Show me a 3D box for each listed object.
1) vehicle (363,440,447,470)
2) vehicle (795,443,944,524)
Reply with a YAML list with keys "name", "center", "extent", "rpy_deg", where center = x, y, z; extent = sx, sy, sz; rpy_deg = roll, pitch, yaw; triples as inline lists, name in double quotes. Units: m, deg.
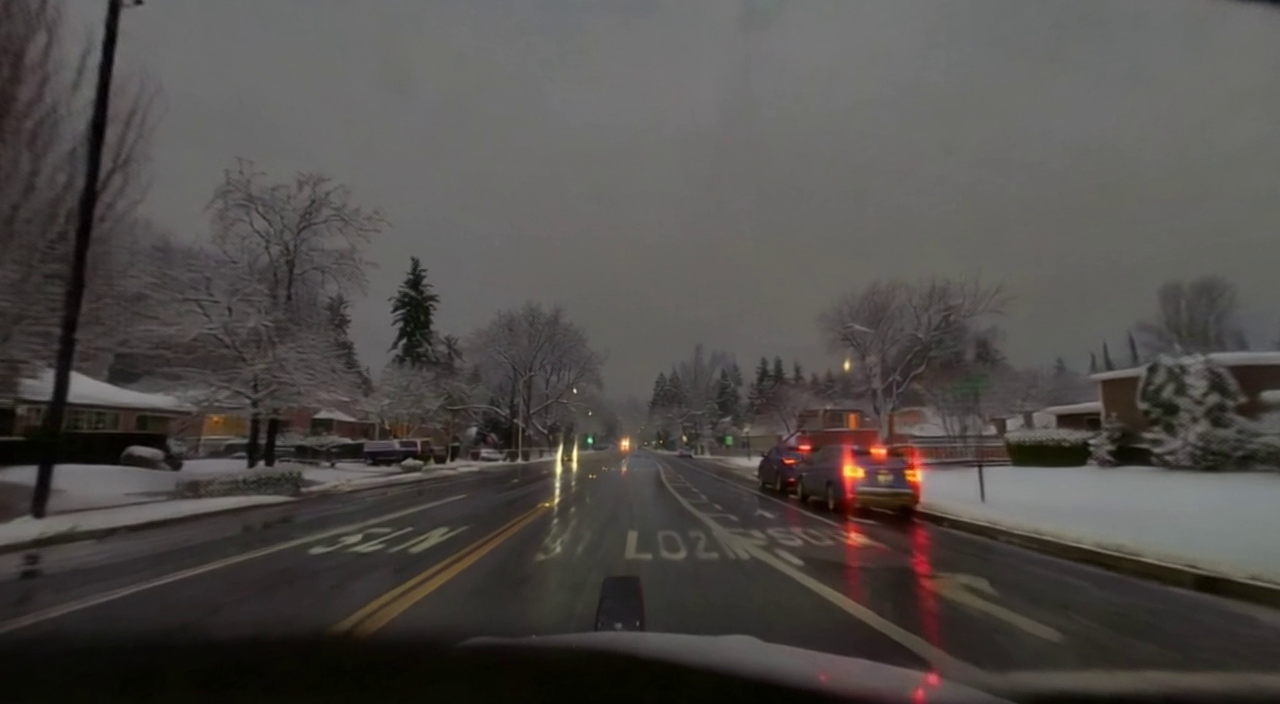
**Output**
- name: "vehicle"
  center: [-16.216, 7.093, 43.593]
  extent: [5.125, 1.941, 2.086]
  rpy_deg: [4, -9, -26]
- name: "vehicle"
  center: [5.168, 2.974, 14.961]
  extent: [1.891, 1.611, 4.269]
  rpy_deg: [0, -8, 0]
